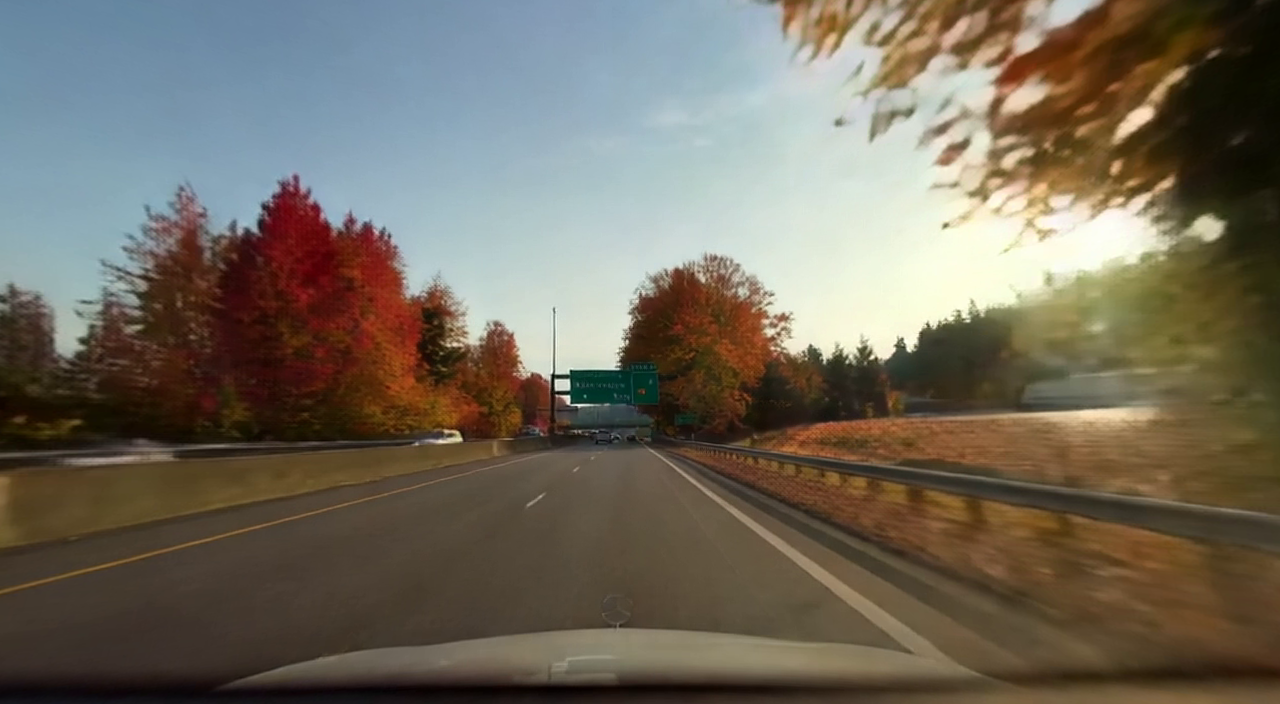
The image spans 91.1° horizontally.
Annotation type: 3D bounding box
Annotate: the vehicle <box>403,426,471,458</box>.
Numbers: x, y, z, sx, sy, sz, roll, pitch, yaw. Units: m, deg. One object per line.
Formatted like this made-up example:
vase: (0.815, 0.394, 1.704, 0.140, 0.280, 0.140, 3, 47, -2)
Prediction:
vehicle: (-12.106, 5.416, 37.974, 2.233, 1.788, 5.640, 0, -8, -1)
